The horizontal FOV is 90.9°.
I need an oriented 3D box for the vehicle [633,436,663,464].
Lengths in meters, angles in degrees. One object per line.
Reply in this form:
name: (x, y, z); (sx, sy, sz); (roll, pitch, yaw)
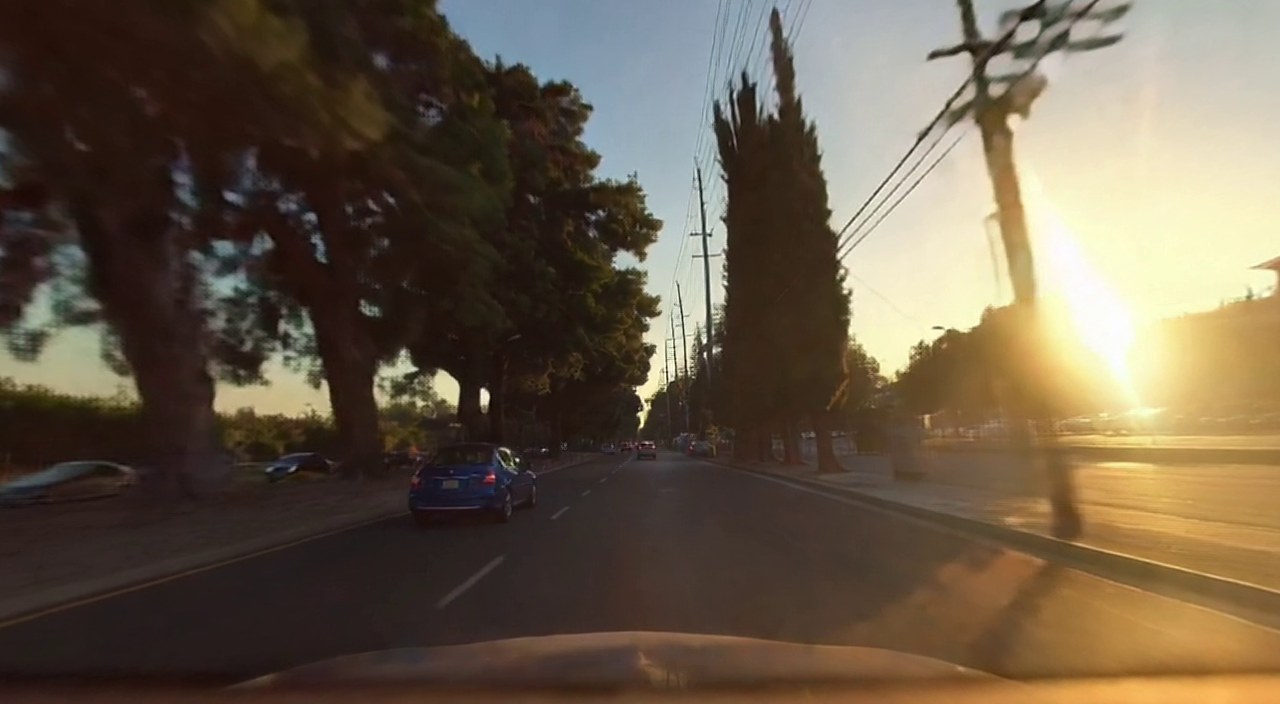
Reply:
vehicle: (0.528, 6.906, 44.662); (2.060, 1.845, 4.151); (0, -9, 0)

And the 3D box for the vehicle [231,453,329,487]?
vehicle: (-17.750, 5.806, 31.381); (1.945, 1.511, 4.458); (-1, -9, 5)

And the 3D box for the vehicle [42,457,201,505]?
vehicle: (-18.553, 4.601, 22.928); (1.979, 1.470, 4.571); (0, -9, -1)

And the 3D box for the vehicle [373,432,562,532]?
vehicle: (-2.899, 2.329, 11.940); (2.087, 1.480, 4.825); (0, -9, 2)

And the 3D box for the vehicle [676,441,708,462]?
vehicle: (3.981, 7.694, 48.802); (2.142, 1.475, 4.565); (0, -9, 0)
